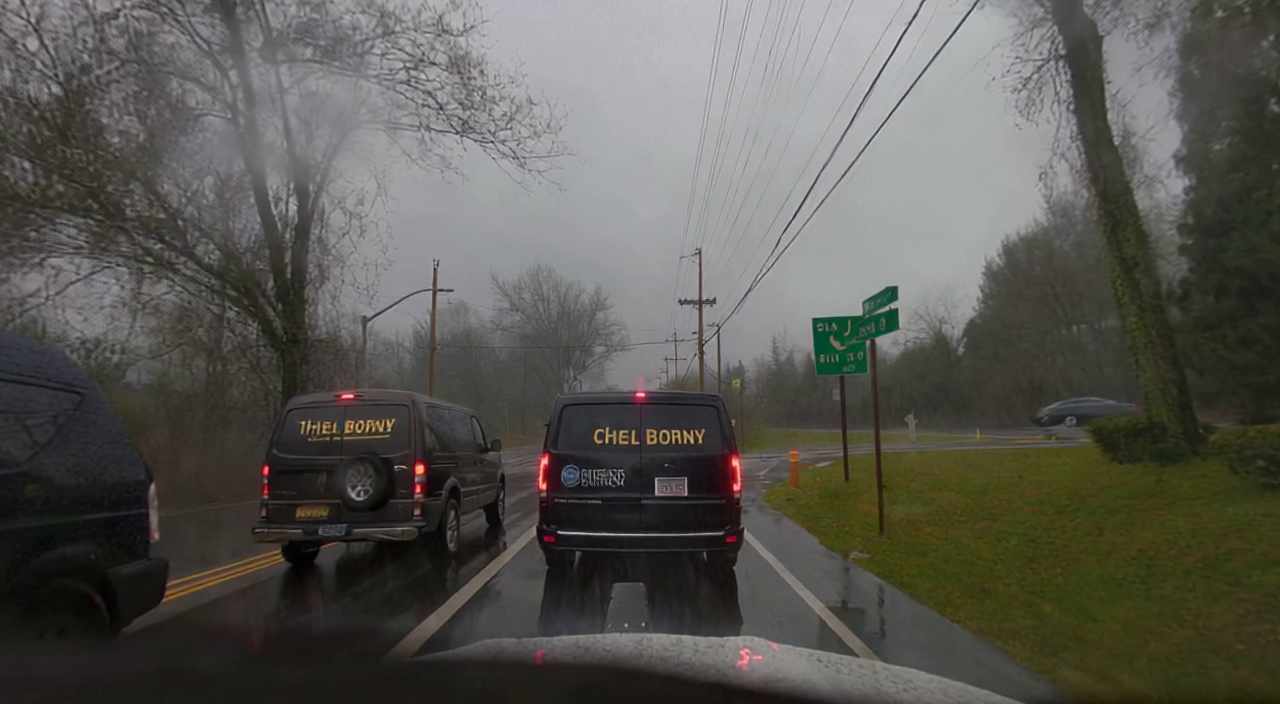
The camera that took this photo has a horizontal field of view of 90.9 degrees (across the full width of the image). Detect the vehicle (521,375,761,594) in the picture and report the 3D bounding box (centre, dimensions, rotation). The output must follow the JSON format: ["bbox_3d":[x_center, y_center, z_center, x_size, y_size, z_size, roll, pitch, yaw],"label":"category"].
[{"bbox_3d":[0.112,1.468,7.693,2.117,1.911,4.095,-1,-8,3],"label":"vehicle"}]

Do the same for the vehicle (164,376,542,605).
[{"bbox_3d":[-2.745,1.480,7.618,2.109,1.851,4.749,-1,-8,3],"label":"vehicle"}]

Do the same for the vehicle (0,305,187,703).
[{"bbox_3d":[-3.165,0.502,0.247,2.160,1.796,4.997,0,-8,1],"label":"vehicle"}]
